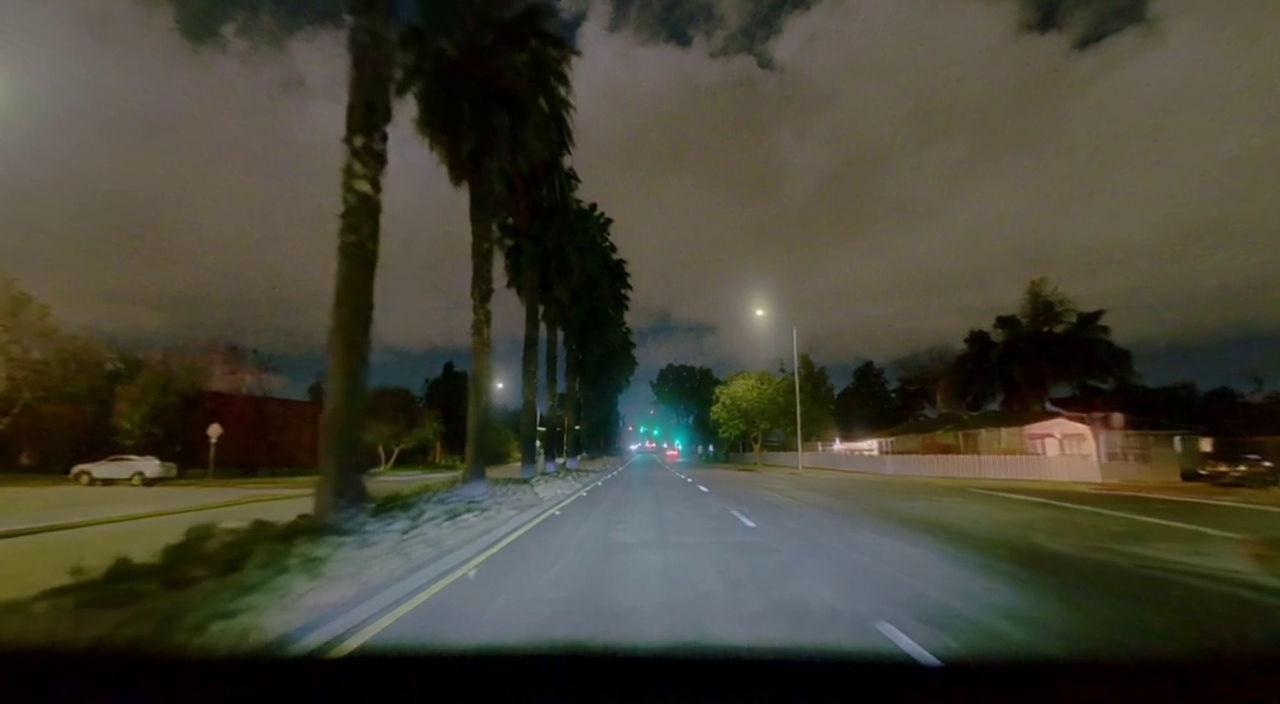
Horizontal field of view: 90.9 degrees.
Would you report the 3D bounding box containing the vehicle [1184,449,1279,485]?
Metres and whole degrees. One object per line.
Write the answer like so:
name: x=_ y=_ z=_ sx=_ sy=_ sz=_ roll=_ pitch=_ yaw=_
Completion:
vehicle: x=28.042 y=5.285 z=29.237 sx=1.900 sy=1.503 sz=4.553 roll=-1 pitch=-8 yaw=6
